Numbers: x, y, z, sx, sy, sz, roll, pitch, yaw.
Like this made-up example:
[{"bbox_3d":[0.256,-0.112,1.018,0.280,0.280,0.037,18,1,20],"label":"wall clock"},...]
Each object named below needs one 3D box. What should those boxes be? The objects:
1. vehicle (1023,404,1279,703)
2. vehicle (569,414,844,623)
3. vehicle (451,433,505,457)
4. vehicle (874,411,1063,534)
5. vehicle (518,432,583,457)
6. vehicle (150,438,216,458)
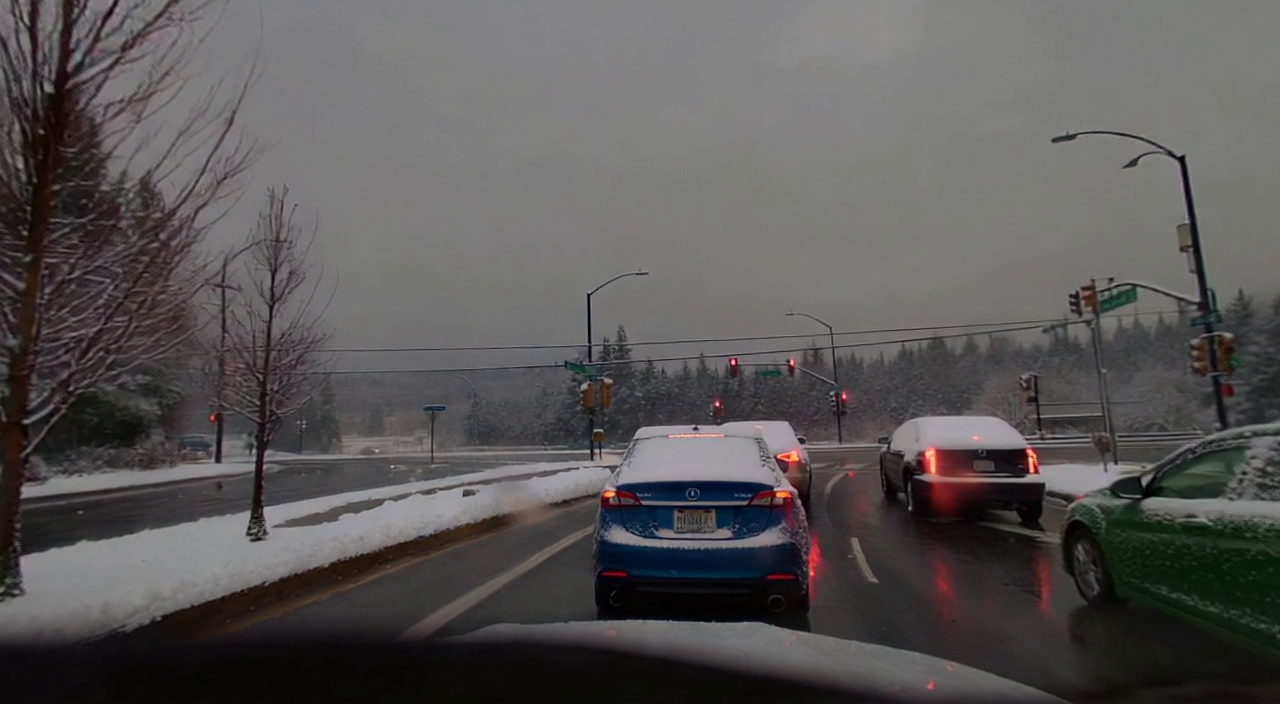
[{"bbox_3d":[4.243,1.058,3.373,1.954,1.508,4.441,-1,-8,6],"label":"vehicle"},{"bbox_3d":[0.856,1.498,6.687,2.052,1.483,3.928,-2,-8,12],"label":"vehicle"},{"bbox_3d":[-12.451,7.121,48.196,1.972,1.705,4.457,8,-11,-44],"label":"vehicle"},{"bbox_3d":[5.536,2.045,11.288,2.102,1.717,4.373,-2,-9,16],"label":"vehicle"},{"bbox_3d":[-5.964,6.106,41.548,1.932,1.573,4.509,8,-12,-44],"label":"vehicle"},{"bbox_3d":[-35.368,7.437,48.652,1.652,1.433,3.733,-7,-11,40],"label":"vehicle"}]
